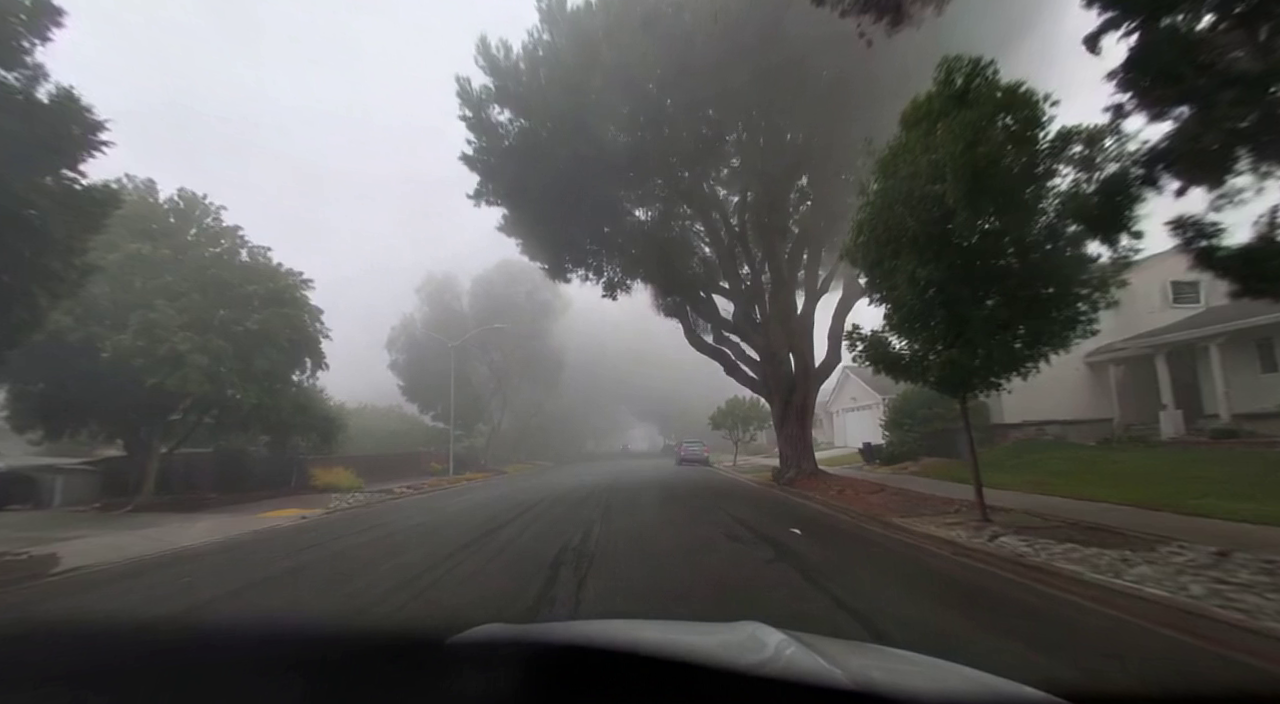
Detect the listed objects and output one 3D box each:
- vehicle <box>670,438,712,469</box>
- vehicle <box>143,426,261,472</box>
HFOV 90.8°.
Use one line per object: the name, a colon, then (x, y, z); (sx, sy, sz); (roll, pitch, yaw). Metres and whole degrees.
vehicle: (3.055, 6.185, 38.730); (2.055, 1.738, 4.448); (0, -9, -1)
vehicle: (-29.024, 6.593, 42.294); (2.735, 2.720, 6.677); (-2, -10, 3)
